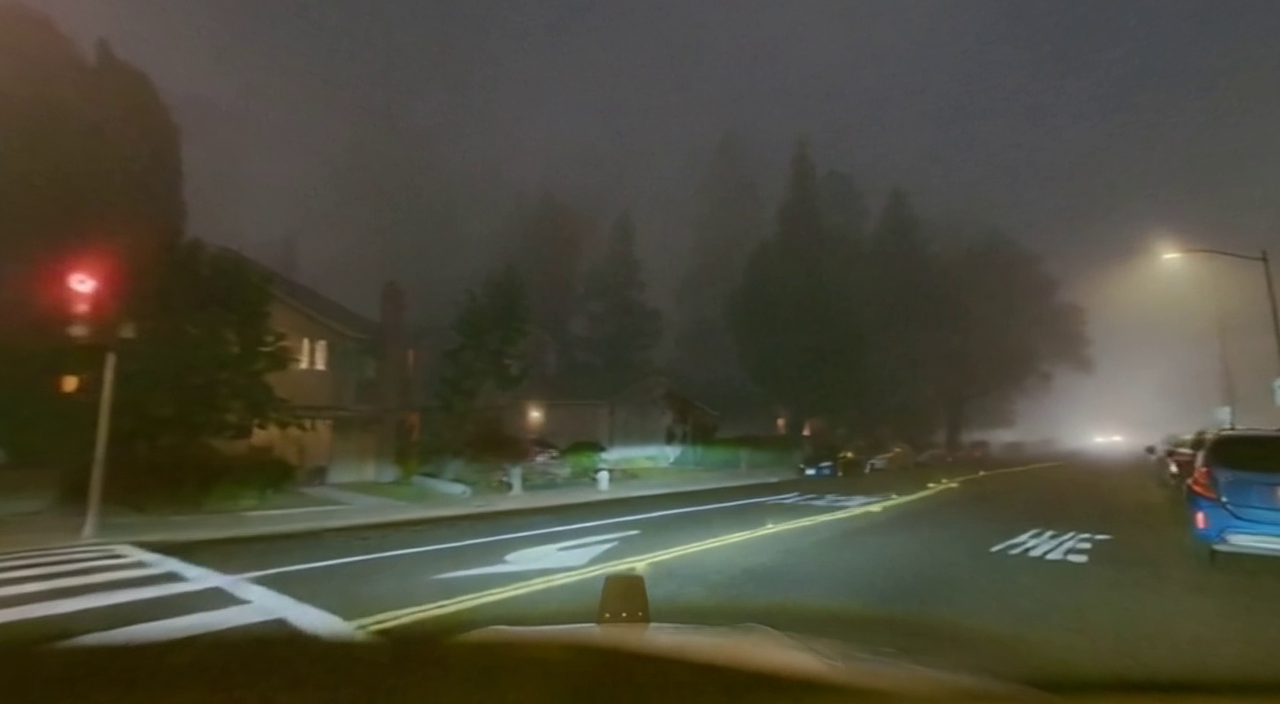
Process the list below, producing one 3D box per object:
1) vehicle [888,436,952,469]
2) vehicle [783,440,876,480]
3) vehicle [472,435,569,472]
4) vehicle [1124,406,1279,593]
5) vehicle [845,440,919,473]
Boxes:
[{"bbox_3d":[15.817,5.638,35.468,1.973,1.755,4.528,-8,-12,40],"label":"vehicle"},{"bbox_3d":[7.974,4.455,26.224,1.963,1.470,4.671,-9,-12,38],"label":"vehicle"},{"bbox_3d":[-5.736,4.793,29.997,4.554,1.595,2.028,-7,-11,39],"label":"vehicle"},{"bbox_3d":[7.348,1.550,7.297,2.315,1.668,4.425,-8,-11,41],"label":"vehicle"},{"bbox_3d":[11.935,5.114,30.928,1.948,1.477,4.518,-9,-12,39],"label":"vehicle"}]
